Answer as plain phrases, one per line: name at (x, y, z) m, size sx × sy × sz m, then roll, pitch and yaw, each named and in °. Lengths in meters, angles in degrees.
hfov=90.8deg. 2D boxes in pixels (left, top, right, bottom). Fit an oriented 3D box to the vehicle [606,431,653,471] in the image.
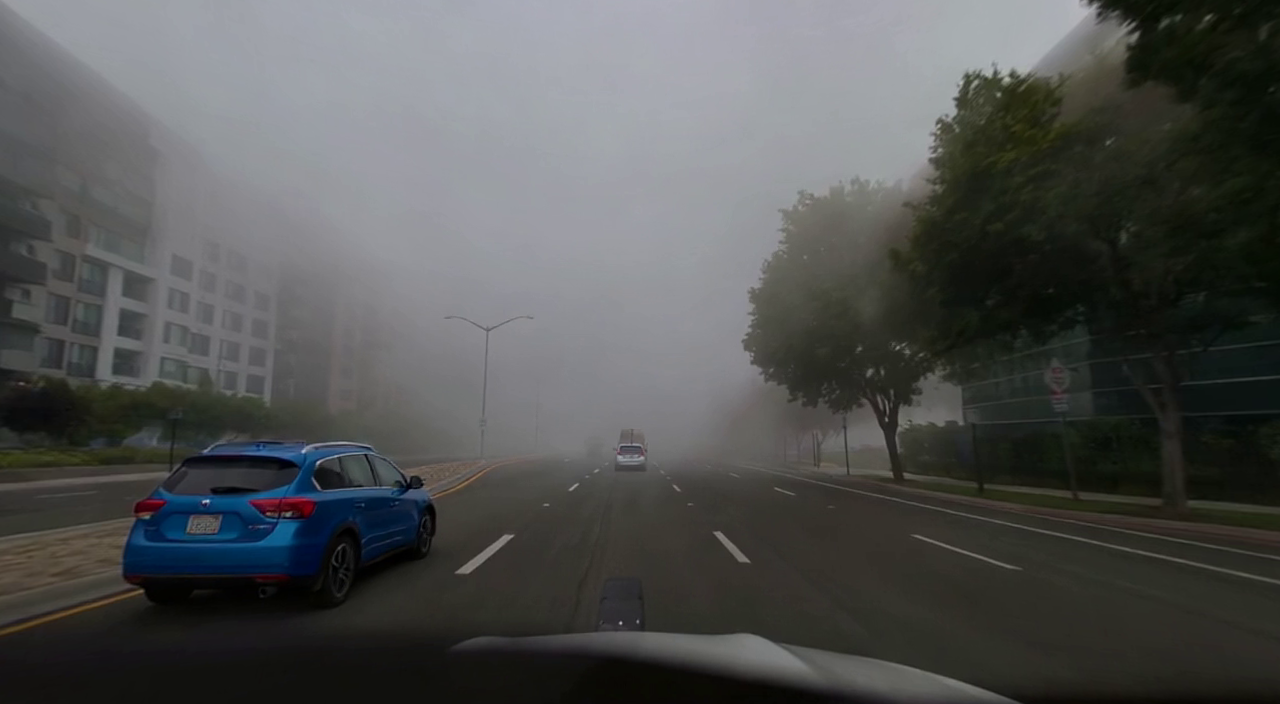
vehicle at (-0.512, 5.079, 32.504) m, size 2.260 × 1.872 × 4.578 m, roll 0°, pitch -8°, yaw 0°
